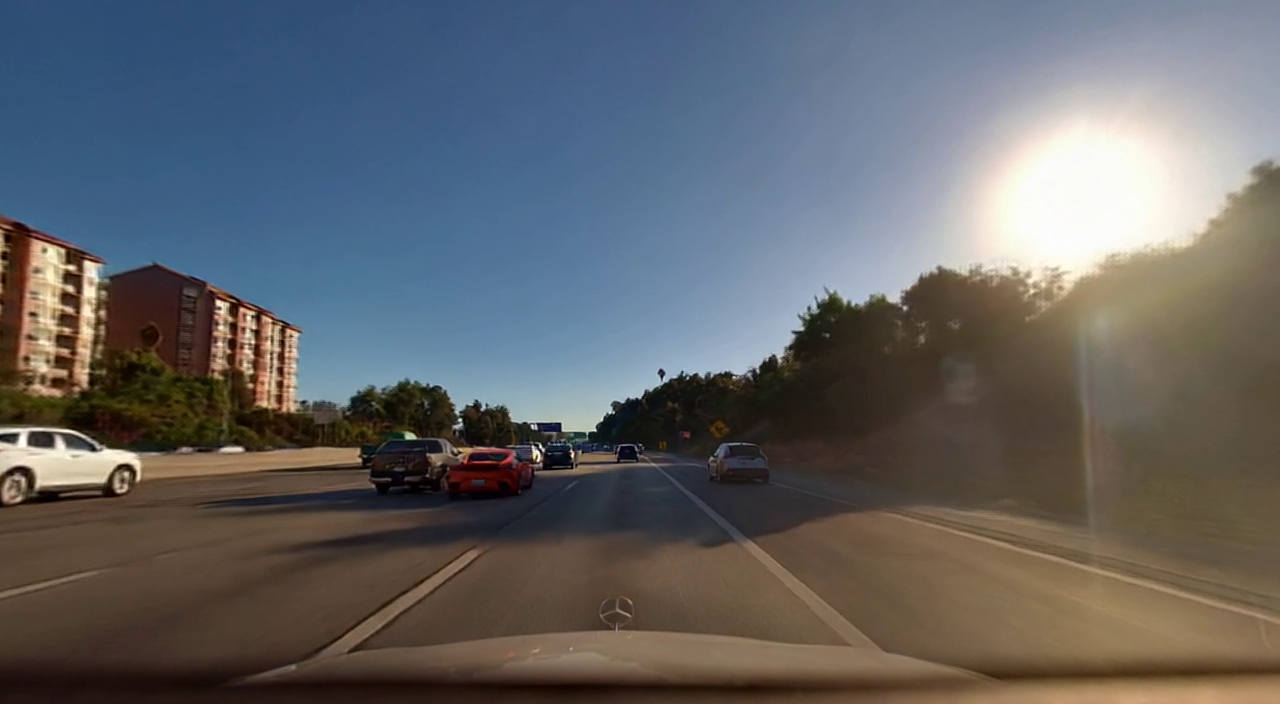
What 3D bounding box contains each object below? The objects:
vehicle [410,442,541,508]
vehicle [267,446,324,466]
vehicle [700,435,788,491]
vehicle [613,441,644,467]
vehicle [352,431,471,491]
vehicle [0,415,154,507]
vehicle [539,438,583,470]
[{"bbox_3d":[-3.991,3.055,16.219,2.124,1.426,4.444,0,-9,0],"label":"vehicle"},{"bbox_3d":[-26.416,7.946,48.661,1.816,1.457,4.598,0,-8,0],"label":"vehicle"},{"bbox_3d":[3.306,3.644,21.122,2.061,1.658,4.417,0,-8,-2],"label":"vehicle"},{"bbox_3d":[-0.772,6.865,42.717,2.053,1.650,3.945,0,-8,-1],"label":"vehicle"},{"bbox_3d":[-7.533,3.640,21.469,2.086,1.776,5.080,0,-8,0],"label":"vehicle"},{"bbox_3d":[-15.181,2.545,14.932,2.396,1.999,6.333,0,-8,-1],"label":"vehicle"},{"bbox_3d":[-4.610,5.995,37.351,2.044,1.774,4.329,0,-8,-1],"label":"vehicle"}]
